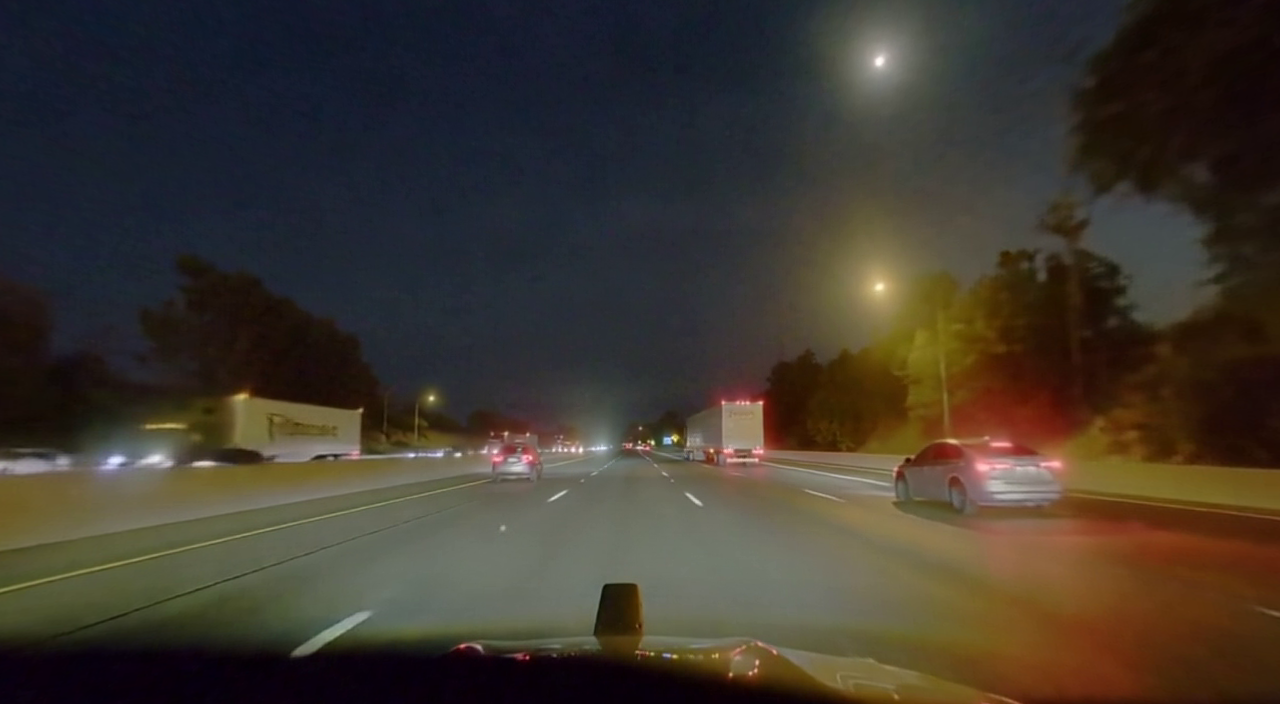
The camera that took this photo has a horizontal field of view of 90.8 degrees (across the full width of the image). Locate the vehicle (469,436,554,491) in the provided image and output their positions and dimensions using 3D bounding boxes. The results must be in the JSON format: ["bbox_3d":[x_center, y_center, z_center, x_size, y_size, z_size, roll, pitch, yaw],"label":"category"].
[{"bbox_3d":[-4.212,3.726,21.447,2.027,1.651,4.099,0,-9,0],"label":"vehicle"}]

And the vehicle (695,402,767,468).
[{"bbox_3d":[6.489,6.479,48.224,2.919,4.195,15.833,0,-9,-1],"label":"vehicle"}]

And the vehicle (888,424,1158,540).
[{"bbox_3d":[6.365,2.195,11.308,1.991,1.647,4.409,0,-9,-1],"label":"vehicle"}]

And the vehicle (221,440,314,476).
[{"bbox_3d":[-16.492,4.702,28.183,1.805,1.492,3.824,0,-9,-1],"label":"vehicle"}]

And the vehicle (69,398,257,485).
[{"bbox_3d":[-20.564,3.972,27.932,2.949,3.338,6.668,0,-9,0],"label":"vehicle"}]
